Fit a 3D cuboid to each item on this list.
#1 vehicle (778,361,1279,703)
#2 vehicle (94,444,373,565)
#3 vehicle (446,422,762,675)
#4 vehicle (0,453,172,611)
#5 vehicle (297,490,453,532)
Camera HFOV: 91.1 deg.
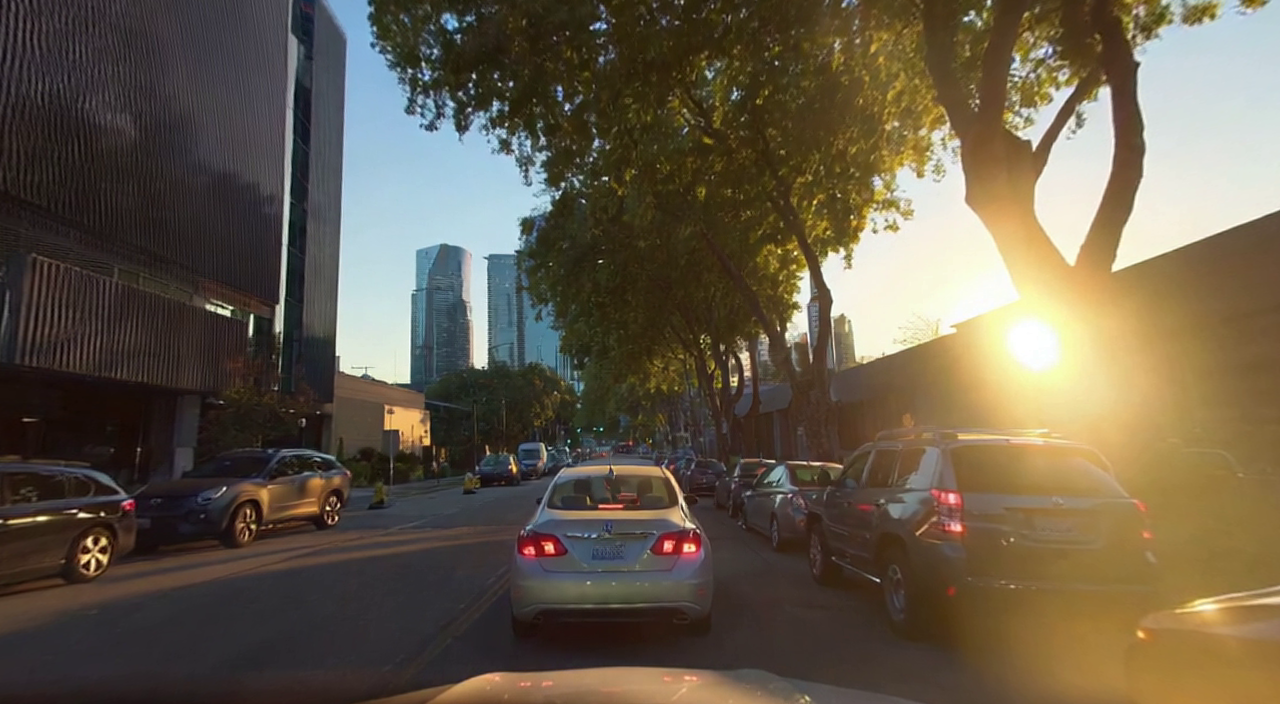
[{"bbox_3d":[2.710,1.417,5.703,1.868,1.920,4.501,1,-10,0],"label":"vehicle"},{"bbox_3d":[-6.829,2.583,11.360,1.994,1.701,4.520,0,-10,0],"label":"vehicle"},{"bbox_3d":[-0.208,1.595,5.942,2.018,1.583,3.646,1,-10,1],"label":"vehicle"},{"bbox_3d":[-6.988,1.685,5.891,1.900,1.471,4.202,1,-10,0],"label":"vehicle"},{"bbox_3d":[-6.955,4.270,17.213,2.223,0.774,4.789,1,-10,0],"label":"vehicle"}]
